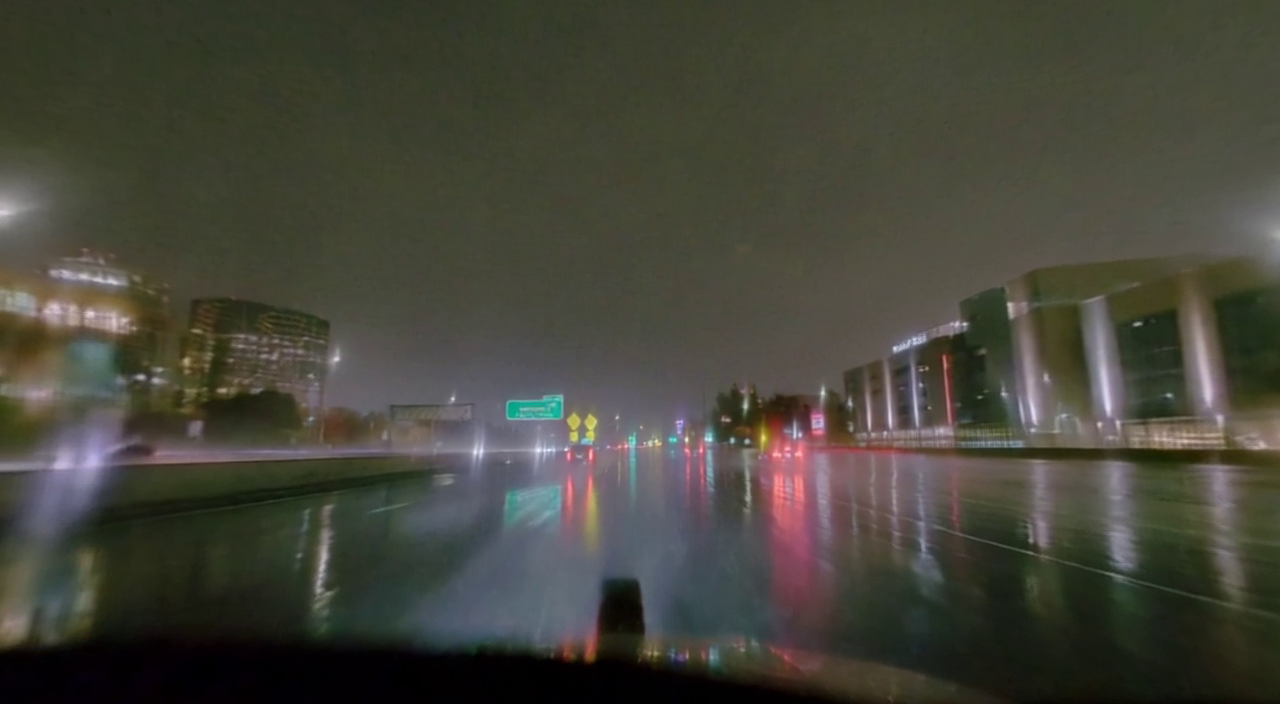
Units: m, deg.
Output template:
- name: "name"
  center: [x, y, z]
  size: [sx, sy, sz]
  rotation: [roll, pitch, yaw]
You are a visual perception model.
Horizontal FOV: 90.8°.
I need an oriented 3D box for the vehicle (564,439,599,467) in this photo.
- name: "vehicle"
  center: [-3.966, 6.897, 43.200]
  size: [2.047, 1.786, 4.217]
  rotation: [0, -8, -1]
